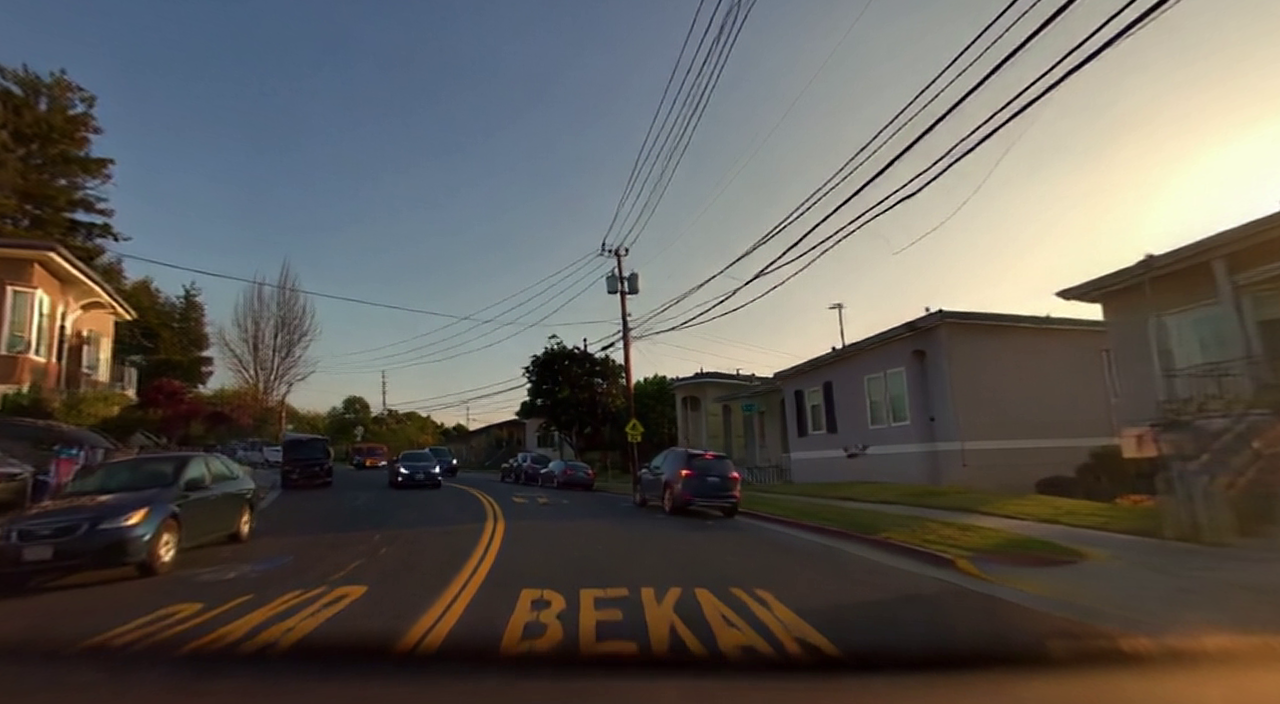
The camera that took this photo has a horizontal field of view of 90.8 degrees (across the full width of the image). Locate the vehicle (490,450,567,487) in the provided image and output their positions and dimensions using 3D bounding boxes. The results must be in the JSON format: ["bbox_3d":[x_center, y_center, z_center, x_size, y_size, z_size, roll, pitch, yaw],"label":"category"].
[{"bbox_3d":[-5.514,5.646,30.798,1.923,1.531,4.568,10,-13,-32],"label":"vehicle"}]

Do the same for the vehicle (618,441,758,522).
[{"bbox_3d":[1.001,3.140,15.893,1.994,1.682,4.750,4,-9,-15],"label":"vehicle"}]

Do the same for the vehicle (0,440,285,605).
[{"bbox_3d":[-7.023,2.092,8.793,2.023,1.674,4.556,1,-8,-8],"label":"vehicle"}]

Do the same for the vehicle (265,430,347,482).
[{"bbox_3d":[-13.646,4.278,25.622,2.378,1.840,5.389,7,-13,-31],"label":"vehicle"}]

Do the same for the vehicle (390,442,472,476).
[{"bbox_3d":[-13.768,6.994,41.448,5.504,1.869,2.449,-8,-18,42],"label":"vehicle"}]

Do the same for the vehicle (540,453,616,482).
[{"bbox_3d":[-3.704,6.949,38.263,4.163,1.586,2.023,8,-11,-43],"label":"vehicle"}]
